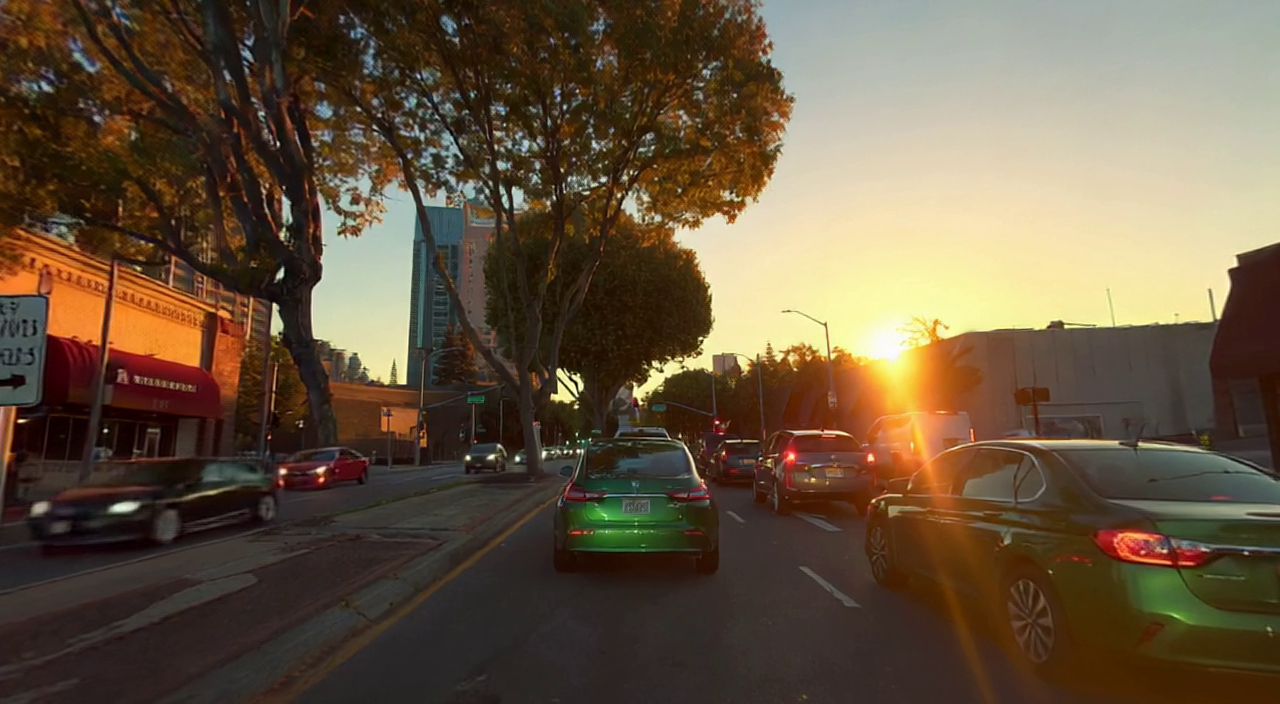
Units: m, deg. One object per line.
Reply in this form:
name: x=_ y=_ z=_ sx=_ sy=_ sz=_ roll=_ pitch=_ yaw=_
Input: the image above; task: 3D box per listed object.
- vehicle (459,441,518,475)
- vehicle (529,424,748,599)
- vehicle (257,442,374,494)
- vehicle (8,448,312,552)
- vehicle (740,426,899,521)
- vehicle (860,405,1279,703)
vehicle: x=-8.110 y=5.719 z=34.243 sx=2.079 sy=1.695 sz=4.374 roll=0 pitch=-9 yaw=0
vehicle: x=-0.022 y=1.652 z=7.303 sx=1.887 sy=1.487 sz=3.535 roll=0 pitch=-9 yaw=0
vehicle: x=-12.048 y=4.310 z=23.861 sx=2.004 sy=1.732 sz=4.530 roll=0 pitch=-9 yaw=0
vehicle: x=-7.929 y=2.432 z=11.131 sx=1.991 sy=1.433 sz=4.261 roll=0 pitch=-9 yaw=0
vehicle: x=3.533 y=2.479 z=13.423 sx=2.025 sy=1.660 sz=4.263 roll=0 pitch=-9 yaw=-1
vehicle: x=3.312 y=1.252 z=4.487 sx=1.988 sy=1.480 sz=4.195 roll=0 pitch=-9 yaw=0
